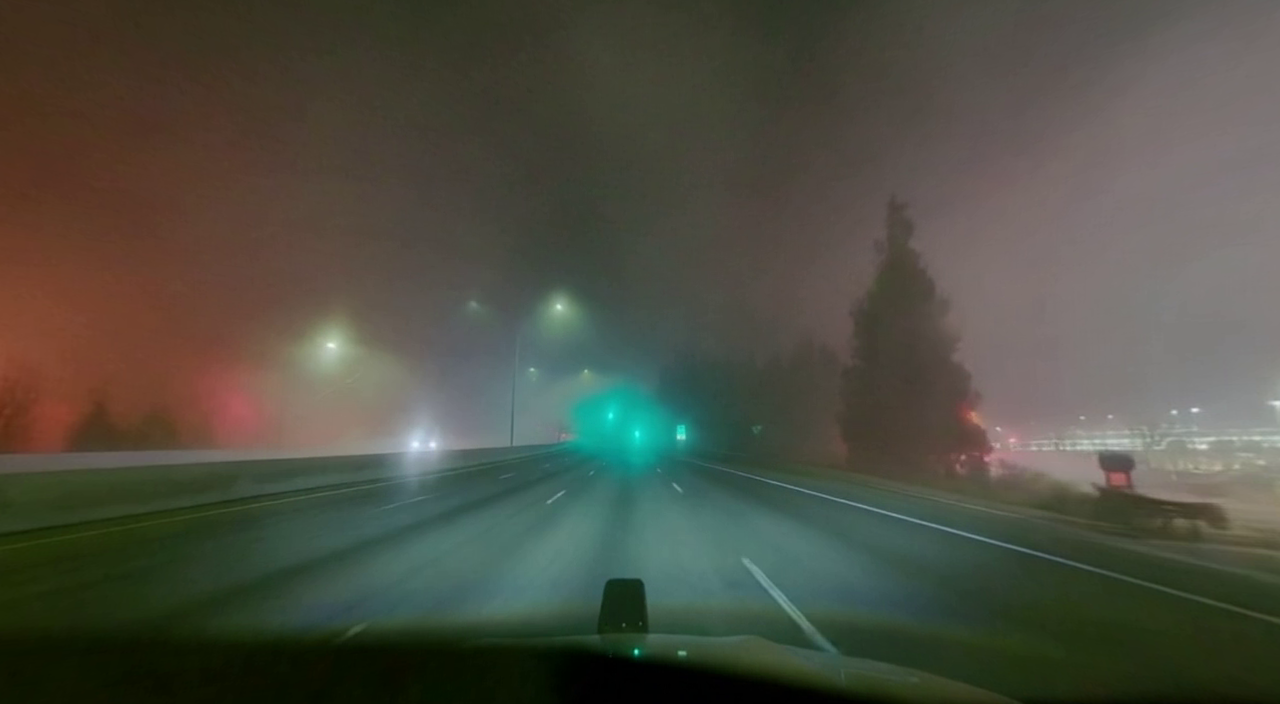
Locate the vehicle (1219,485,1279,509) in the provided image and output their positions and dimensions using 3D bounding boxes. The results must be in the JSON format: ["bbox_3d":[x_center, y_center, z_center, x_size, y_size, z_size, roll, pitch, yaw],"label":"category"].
[{"bbox_3d":[45.446,10.714,46.712,4.599,1.530,2.012,6,-11,-25],"label":"vehicle"}]
